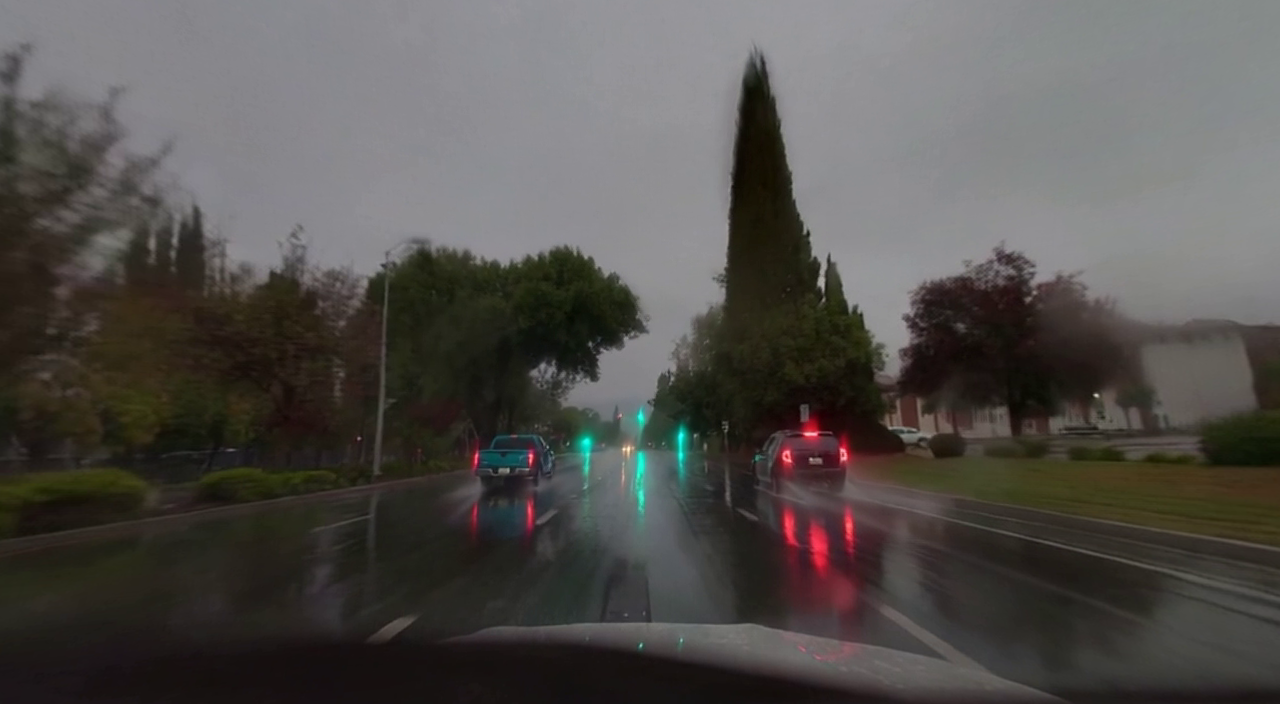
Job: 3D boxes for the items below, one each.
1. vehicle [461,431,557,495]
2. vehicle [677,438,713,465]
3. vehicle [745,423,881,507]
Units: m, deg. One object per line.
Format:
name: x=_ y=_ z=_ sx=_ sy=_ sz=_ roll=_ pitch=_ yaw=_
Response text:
vehicle: x=-3.925 y=3.423 z=19.756 sx=2.002 sy=1.747 sz=4.728 roll=0 pitch=-9 yaw=0
vehicle: x=4.167 y=7.610 z=48.427 sx=2.321 sy=1.957 sz=5.037 roll=0 pitch=-9 yaw=1
vehicle: x=4.002 y=2.708 z=15.428 sx=2.016 sy=1.736 sz=4.356 roll=0 pitch=-9 yaw=-1
